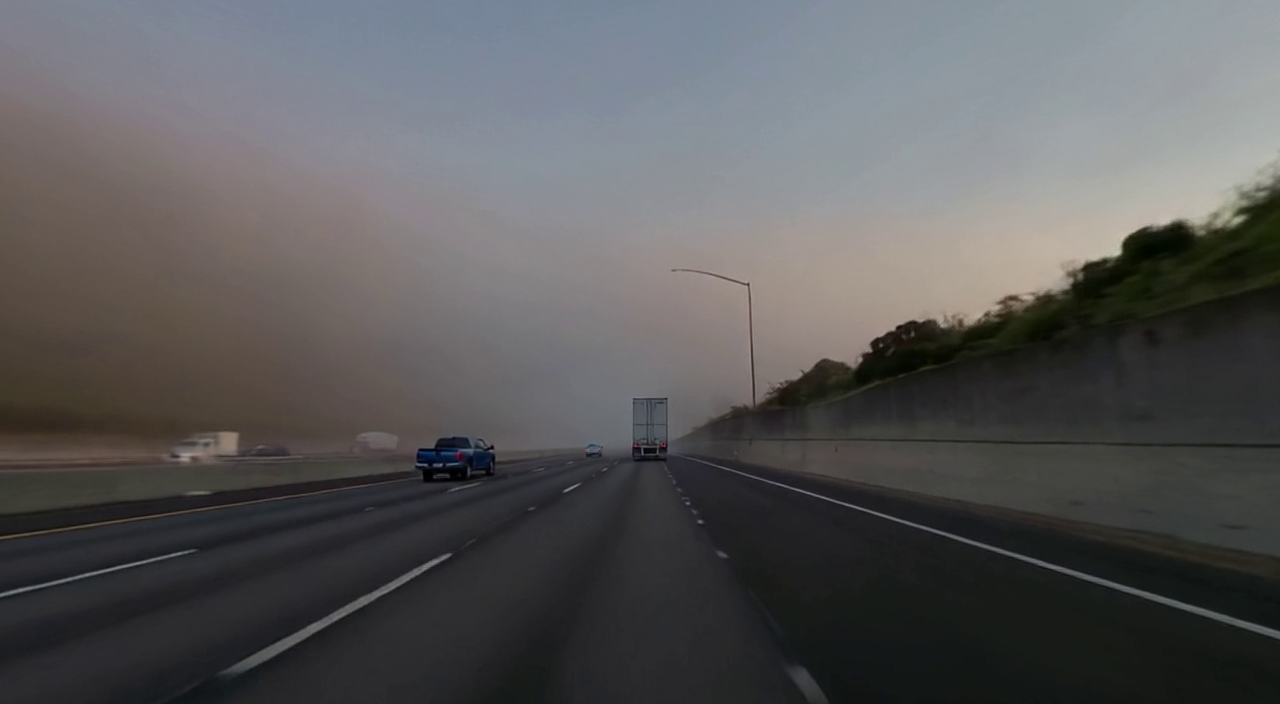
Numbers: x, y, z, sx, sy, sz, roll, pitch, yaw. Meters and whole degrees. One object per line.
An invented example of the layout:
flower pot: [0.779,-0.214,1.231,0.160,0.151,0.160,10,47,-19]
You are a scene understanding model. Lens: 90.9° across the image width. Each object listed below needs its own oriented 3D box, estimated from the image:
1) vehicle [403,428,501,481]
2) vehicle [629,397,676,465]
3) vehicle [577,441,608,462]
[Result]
vehicle: [-7.182,3.987,24.805,2.113,1.837,5.339,0,-8,1]
vehicle: [0.947,6.060,47.282,2.951,4.229,15.519,0,-8,1]
vehicle: [-3.633,7.666,48.761,1.983,1.508,4.060,0,-8,2]
